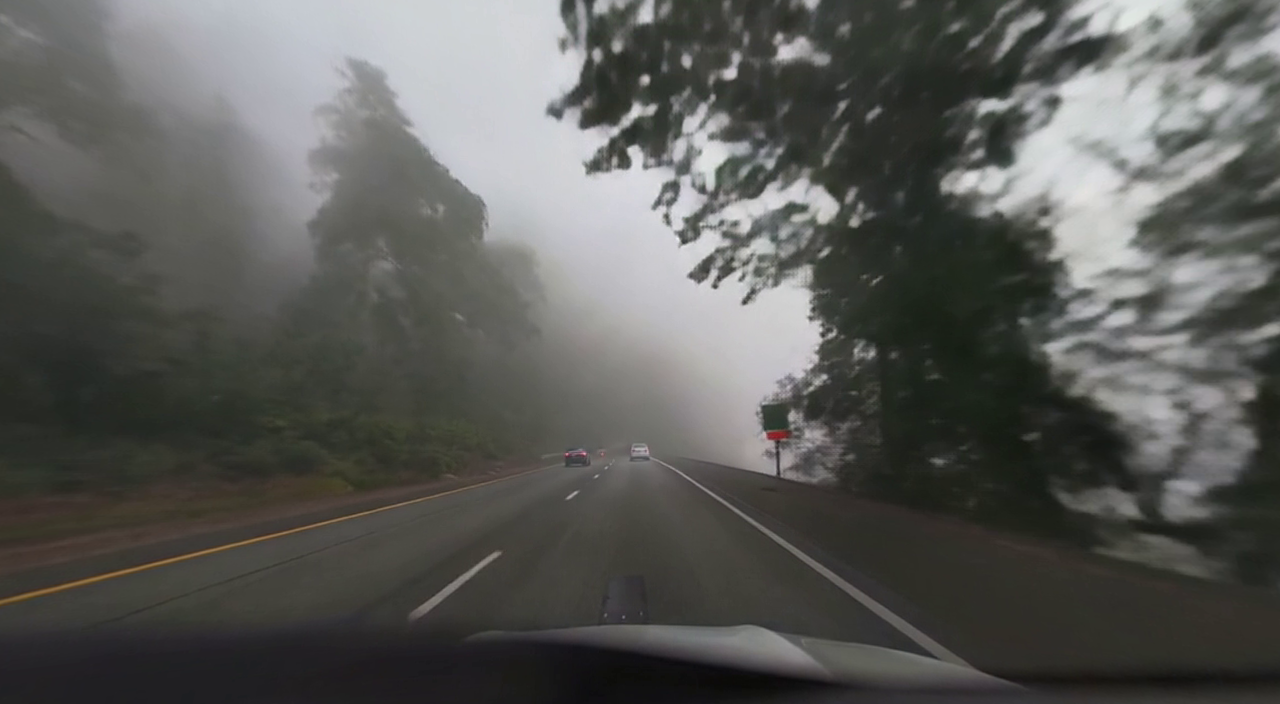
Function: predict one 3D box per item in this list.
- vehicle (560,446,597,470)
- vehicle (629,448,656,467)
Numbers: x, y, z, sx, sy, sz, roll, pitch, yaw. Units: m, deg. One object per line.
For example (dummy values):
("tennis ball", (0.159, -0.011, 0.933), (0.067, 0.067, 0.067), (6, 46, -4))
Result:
("vehicle", (-4.188, 7.295, 43.490), (2.112, 1.498, 4.117), (0, -9, 0))
("vehicle", (0.204, 8.094, 48.514), (1.989, 1.402, 3.831), (0, -9, 0))
